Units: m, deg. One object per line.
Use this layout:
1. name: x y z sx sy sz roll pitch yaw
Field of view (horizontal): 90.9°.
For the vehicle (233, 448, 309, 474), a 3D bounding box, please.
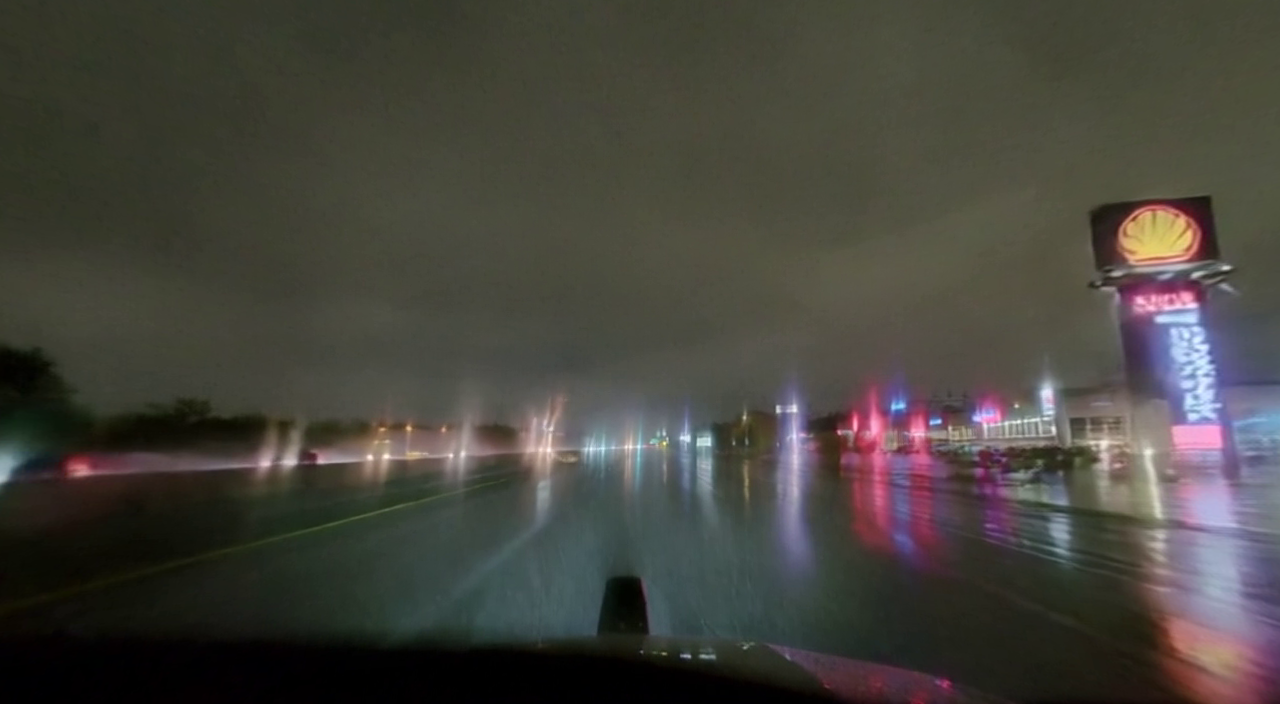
1. vehicle: -23.345 6.900 40.145 1.938 1.476 4.718 0 -8 1
